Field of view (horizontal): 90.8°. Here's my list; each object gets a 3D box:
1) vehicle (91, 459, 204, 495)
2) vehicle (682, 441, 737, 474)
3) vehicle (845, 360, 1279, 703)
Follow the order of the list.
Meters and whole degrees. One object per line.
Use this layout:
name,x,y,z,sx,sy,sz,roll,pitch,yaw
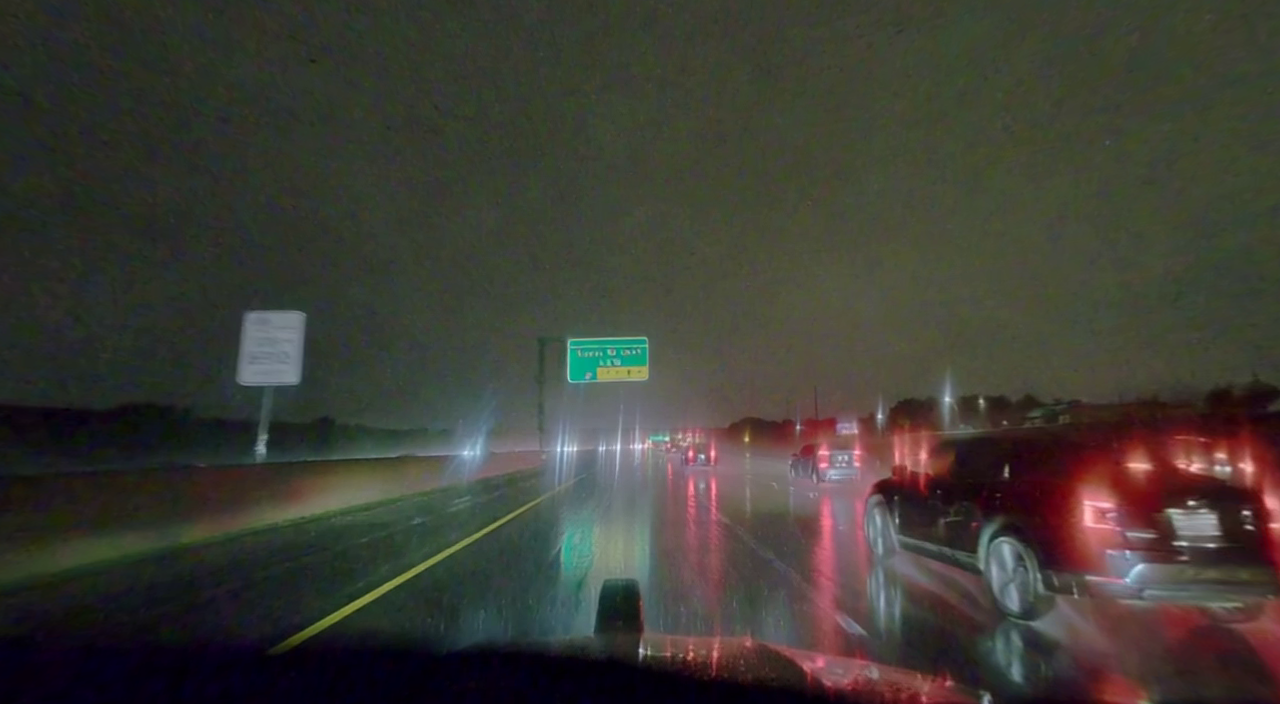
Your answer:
vehicle,-22.006,5.573,28.450,1.857,1.392,4.044,0,-9,-1
vehicle,3.212,4.994,30.124,2.038,1.477,4.313,0,-8,-1
vehicle,3.294,1.163,4.648,1.977,1.601,4.598,0,-8,-1
